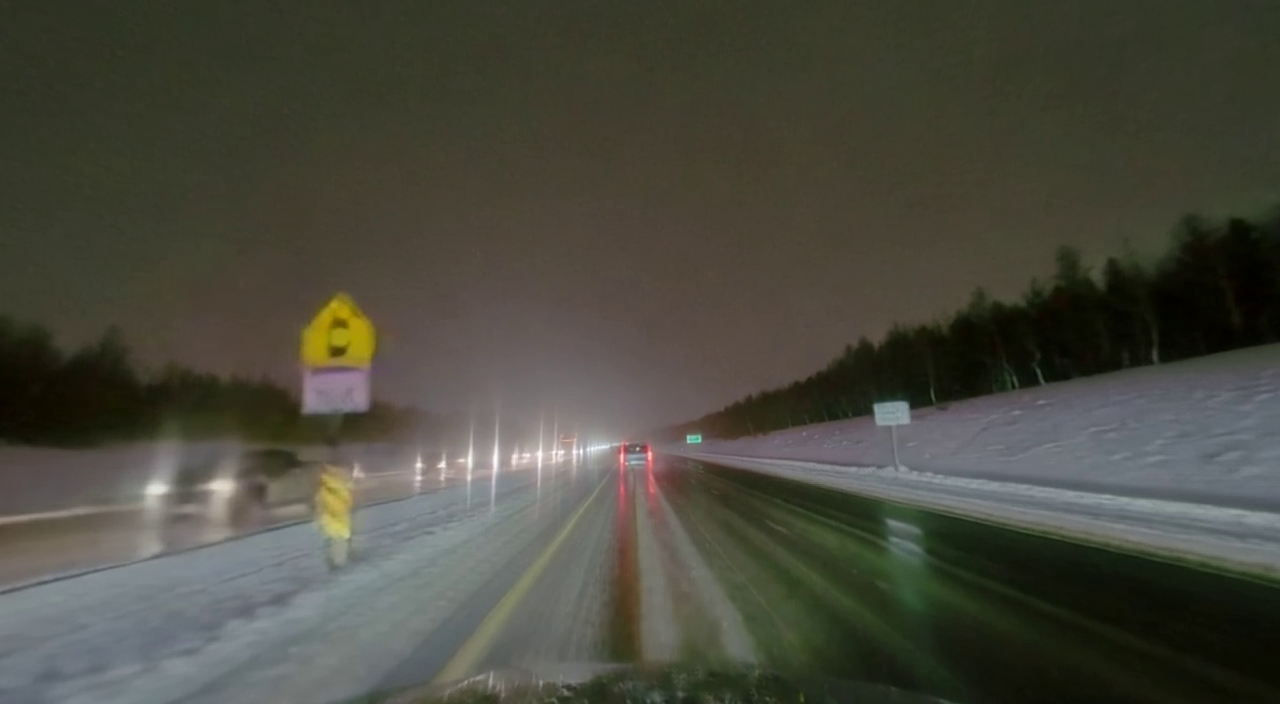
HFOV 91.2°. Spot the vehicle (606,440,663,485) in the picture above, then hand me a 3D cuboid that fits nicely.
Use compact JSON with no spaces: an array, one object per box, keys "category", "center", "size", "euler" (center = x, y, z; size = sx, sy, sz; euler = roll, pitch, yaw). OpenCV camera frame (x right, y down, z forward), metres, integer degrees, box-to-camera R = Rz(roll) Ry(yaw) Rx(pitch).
[{"category":"vehicle","center":[-0.215,4.091,23.521],"size":[1.971,1.518,4.108],"euler":[0,-9,-1]}]

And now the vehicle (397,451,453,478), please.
[{"category":"vehicle","center":[-12.912,6.751,37.924],"size":[1.864,1.488,4.473],"euler":[0,-9,-1]}]

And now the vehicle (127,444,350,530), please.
[{"category":"vehicle","center":[-8.413,2.822,13.790],"size":[1.977,1.549,4.521],"euler":[0,-9,-1]}]

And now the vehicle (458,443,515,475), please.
[{"category":"vehicle","center":[-8.487,5.944,35.132],"size":[2.090,1.653,4.437],"euler":[0,-9,0]}]
